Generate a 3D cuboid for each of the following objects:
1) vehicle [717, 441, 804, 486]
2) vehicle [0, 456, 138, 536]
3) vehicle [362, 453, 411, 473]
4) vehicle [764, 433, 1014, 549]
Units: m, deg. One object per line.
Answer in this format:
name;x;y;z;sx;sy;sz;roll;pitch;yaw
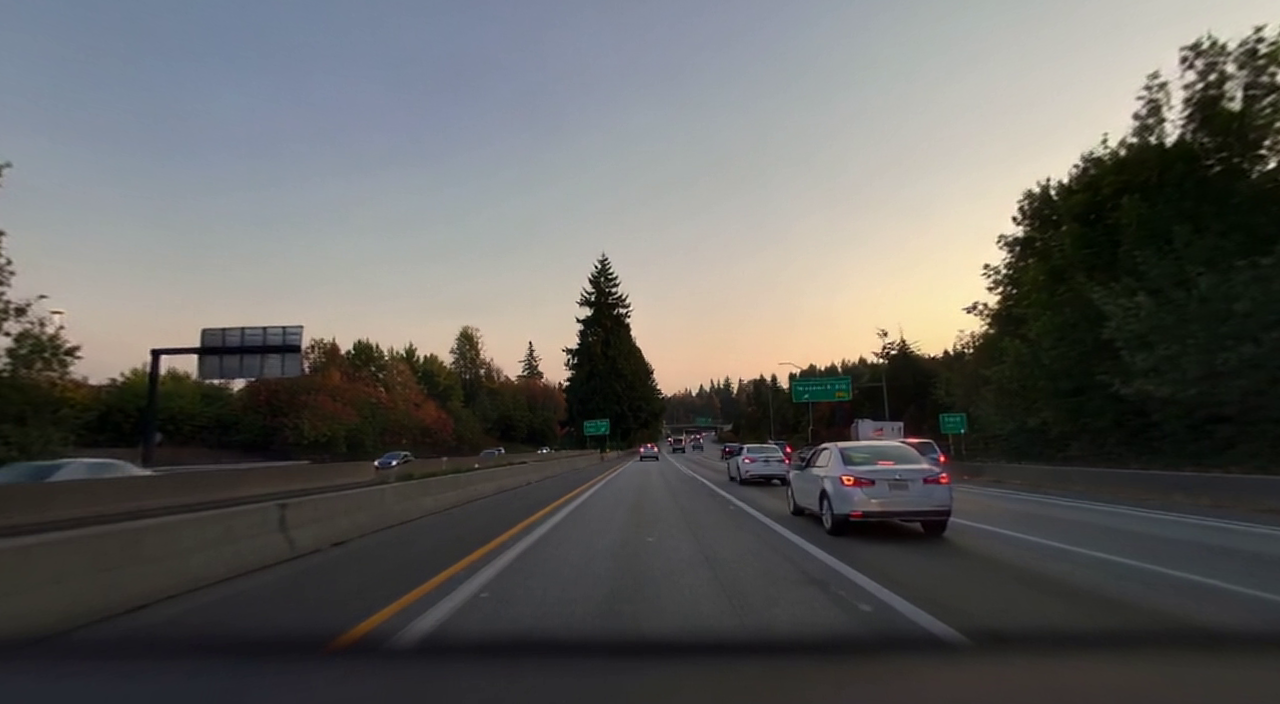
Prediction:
vehicle;4.371;4.133;23.745;2.223;1.483;5.075;0;-8;-1
vehicle;-13.189;2.909;12.900;1.902;1.474;4.752;0;-8;1
vehicle;-19.888;8.684;49.645;1.849;1.463;4.477;0;-8;2
vehicle;3.664;2.140;10.480;2.198;1.467;4.675;0;-8;-1
